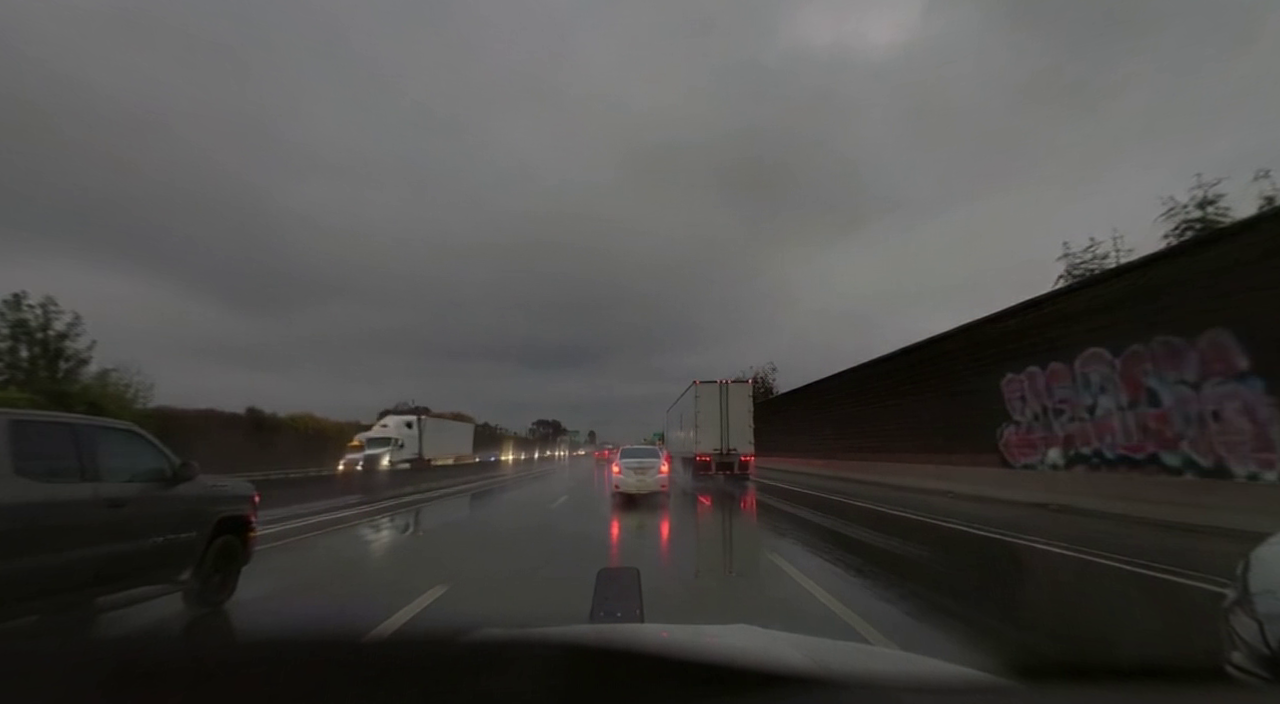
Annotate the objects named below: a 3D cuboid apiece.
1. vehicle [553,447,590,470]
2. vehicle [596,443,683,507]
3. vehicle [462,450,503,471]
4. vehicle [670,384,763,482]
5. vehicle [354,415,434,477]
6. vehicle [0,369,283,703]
[{"bbox_3d":[-4.745,7.437,44.047,2.067,1.481,4.085,-1,-9,1],"label":"vehicle"},{"bbox_3d":[-0.070,3.169,16.702,2.033,1.468,4.015,0,-9,-2],"label":"vehicle"},{"bbox_3d":[-12.121,8.383,48.636,1.985,1.486,4.568,-1,-9,0],"label":"vehicle"},{"bbox_3d":[3.459,4.394,33.074,2.902,4.014,14.446,0,-9,-1],"label":"vehicle"},{"bbox_3d":[-16.638,6.413,43.009,3.007,3.926,5.826,0,-9,-1],"label":"vehicle"},{"bbox_3d":[-4.336,1.008,3.466,1.988,1.750,4.711,0,-9,-1],"label":"vehicle"}]
